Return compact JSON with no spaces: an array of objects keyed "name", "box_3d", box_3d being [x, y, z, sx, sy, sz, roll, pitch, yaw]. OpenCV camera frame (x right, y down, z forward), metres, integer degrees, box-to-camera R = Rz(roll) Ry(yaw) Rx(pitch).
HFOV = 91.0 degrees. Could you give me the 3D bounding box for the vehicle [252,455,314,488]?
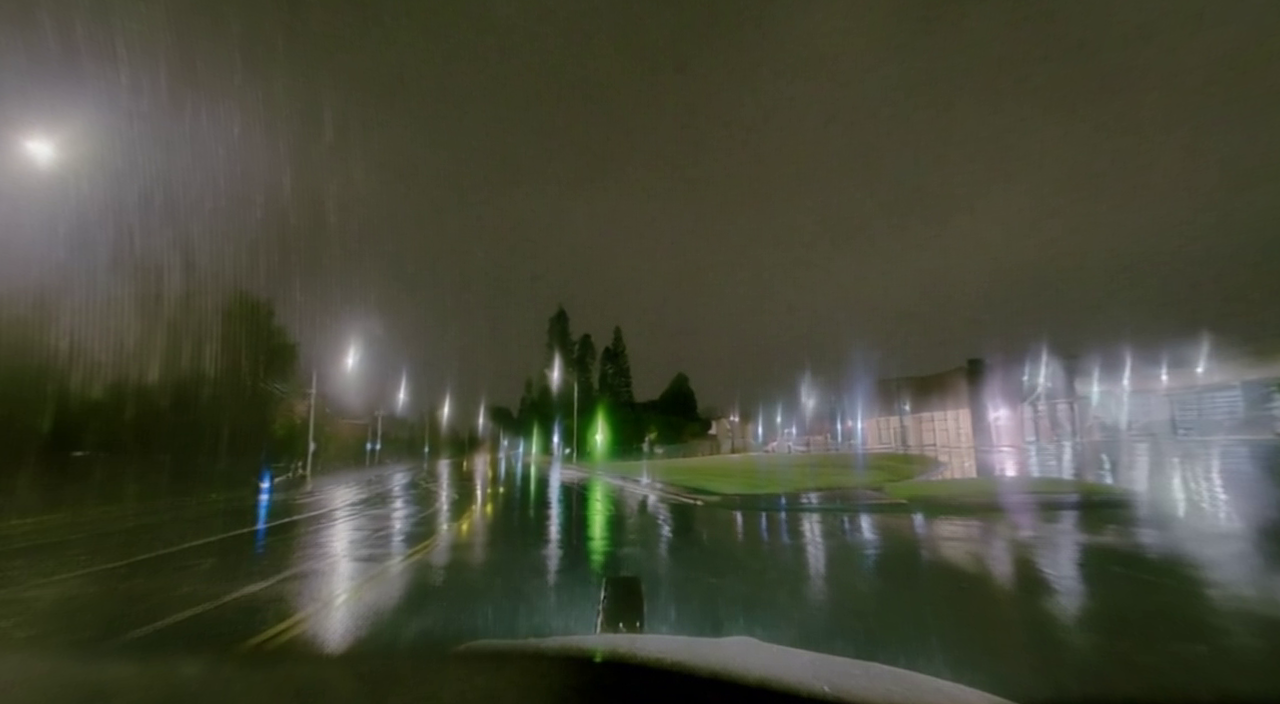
[{"name":"vehicle","box_3d":[-19.998,6.751,35.463,1.952,1.632,4.200,1,-11,-14]}]
